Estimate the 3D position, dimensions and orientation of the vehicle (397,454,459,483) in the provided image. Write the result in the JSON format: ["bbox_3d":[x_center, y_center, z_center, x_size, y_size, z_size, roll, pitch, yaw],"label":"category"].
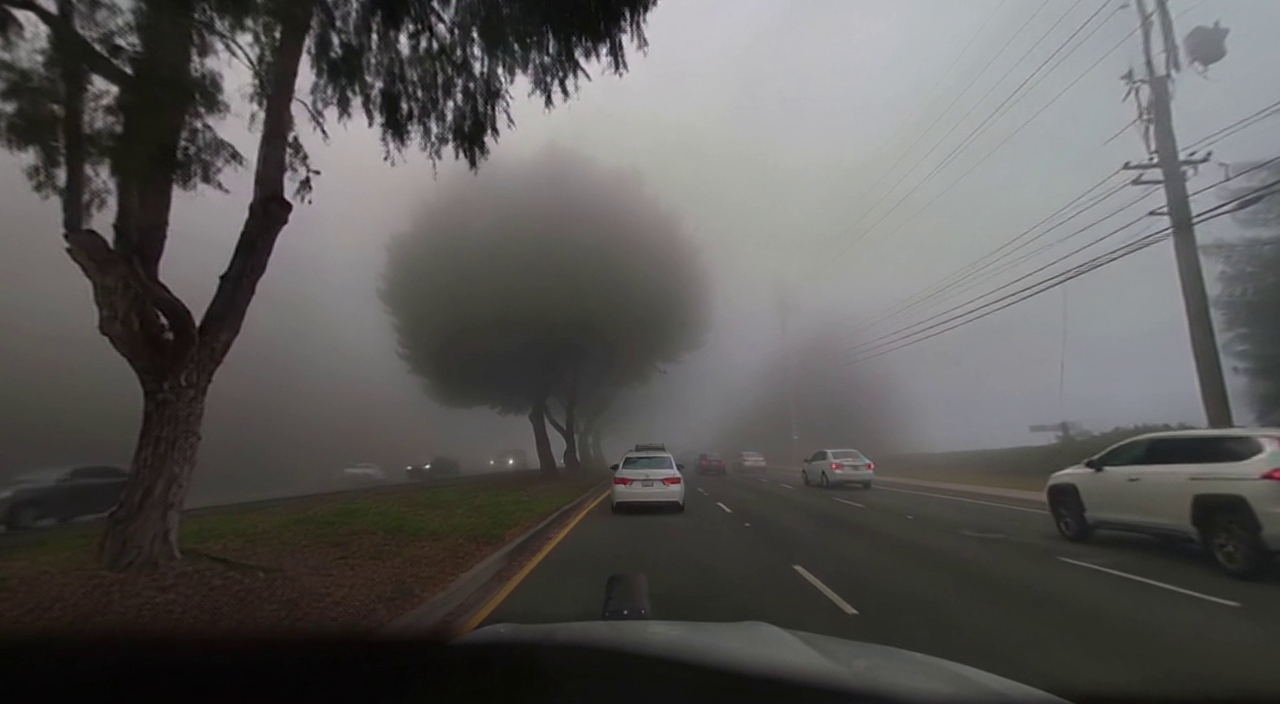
[{"bbox_3d":[-12.088,6.636,36.316,1.942,1.481,4.621,0,-8,1],"label":"vehicle"}]

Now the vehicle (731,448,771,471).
[{"bbox_3d":[7.734,7.508,44.273,1.899,1.458,4.499,0,-8,-1],"label":"vehicle"}]

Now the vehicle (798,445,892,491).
[{"bbox_3d":[7.246,4.126,22.858,1.850,1.480,4.474,0,-8,-1],"label":"vehicle"}]

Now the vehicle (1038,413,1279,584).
[{"bbox_3d":[7.252,1.636,7.562,1.983,1.649,4.557,0,-8,1],"label":"vehicle"}]

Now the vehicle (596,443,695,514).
[{"bbox_3d":[0.134,2.997,15.470,2.108,1.479,3.935,0,-8,0],"label":"vehicle"}]

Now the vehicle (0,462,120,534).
[{"bbox_3d":[-15.063,3.465,15.246,1.701,1.494,3.791,0,-8,0],"label":"vehicle"}]
